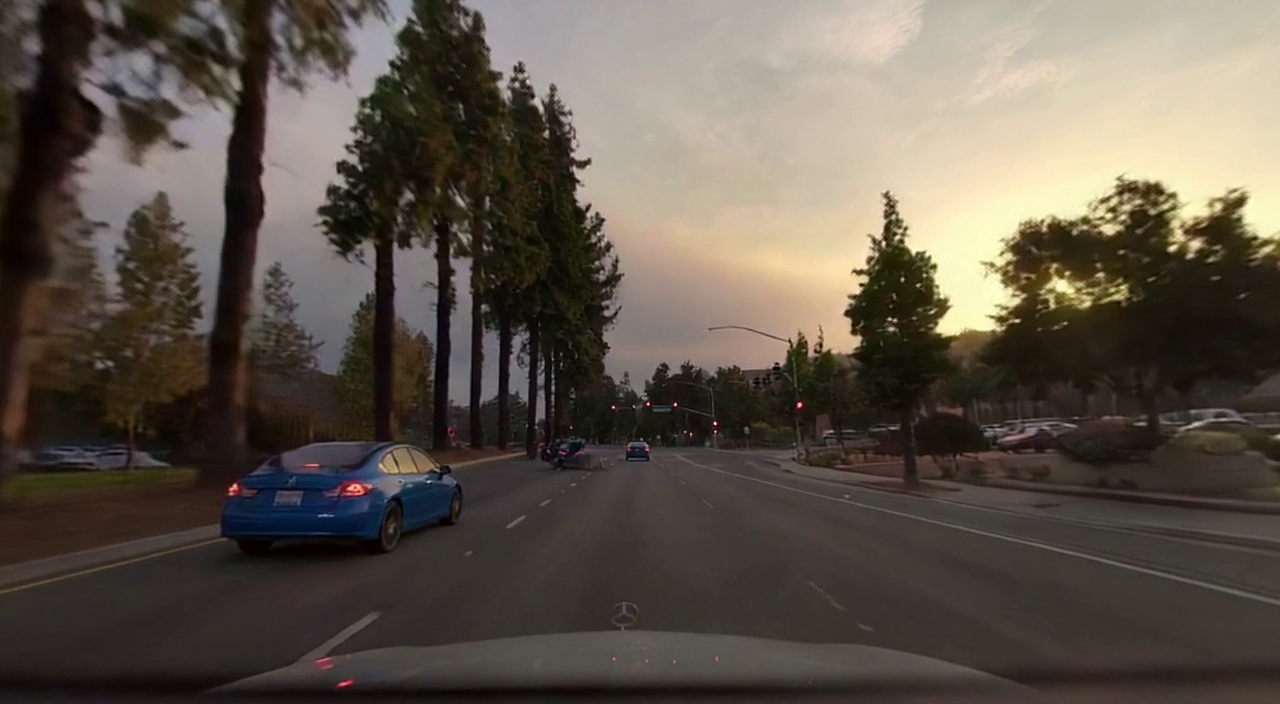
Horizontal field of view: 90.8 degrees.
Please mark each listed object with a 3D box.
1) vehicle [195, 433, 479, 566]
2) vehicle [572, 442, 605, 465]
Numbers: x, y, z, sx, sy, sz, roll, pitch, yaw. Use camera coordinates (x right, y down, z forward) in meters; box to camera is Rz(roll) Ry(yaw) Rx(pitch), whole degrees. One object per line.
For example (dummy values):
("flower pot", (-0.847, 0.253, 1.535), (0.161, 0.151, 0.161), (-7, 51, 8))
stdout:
("vehicle", (-3.834, 1.927, 9.064), (1.905, 1.418, 4.396), (0, -9, 0))
("vehicle", (-3.755, 7.455, 46.703), (2.103, 1.592, 4.160), (0, -9, 0))
